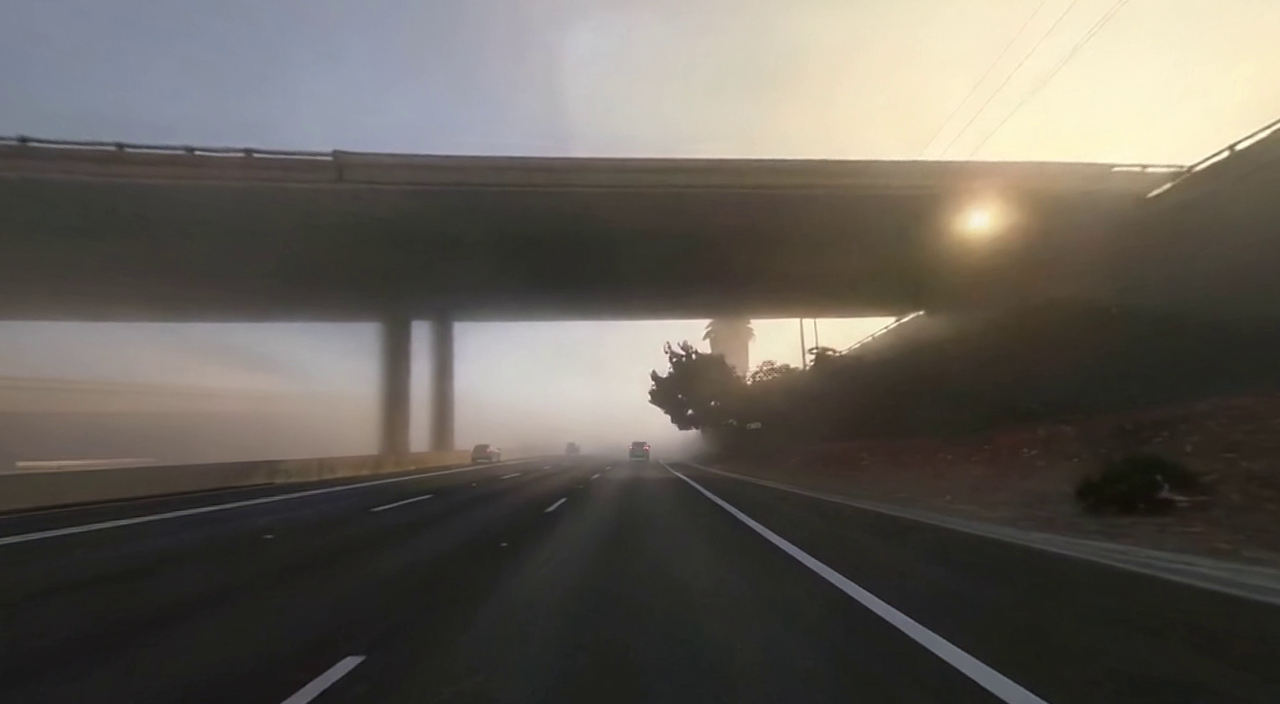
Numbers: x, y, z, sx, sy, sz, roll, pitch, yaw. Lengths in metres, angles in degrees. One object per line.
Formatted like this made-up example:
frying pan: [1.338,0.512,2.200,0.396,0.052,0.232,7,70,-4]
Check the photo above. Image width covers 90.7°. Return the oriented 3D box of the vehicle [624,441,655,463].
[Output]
vehicle: [-0.093,7.073,44.964,2.086,1.472,4.168,0,-8,-2]
